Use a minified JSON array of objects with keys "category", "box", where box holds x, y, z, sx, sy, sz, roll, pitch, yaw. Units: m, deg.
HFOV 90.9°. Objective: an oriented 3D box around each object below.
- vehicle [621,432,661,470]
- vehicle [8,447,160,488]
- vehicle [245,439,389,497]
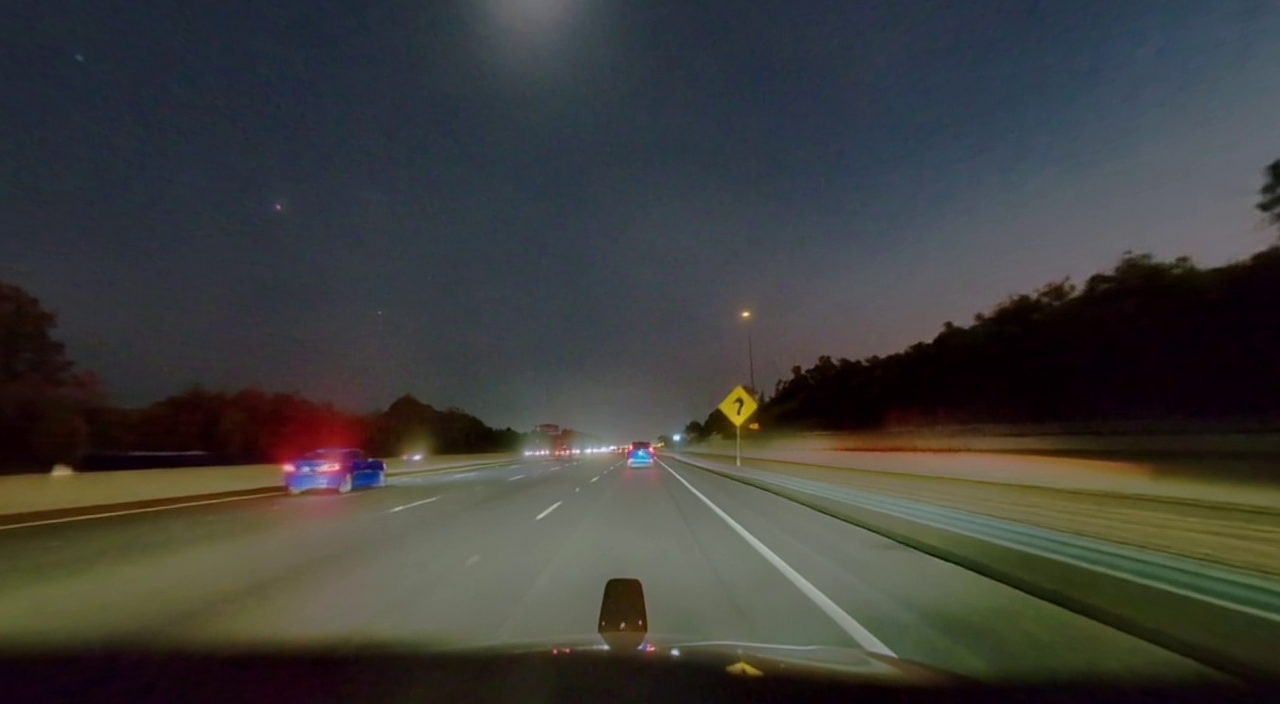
[{"category":"vehicle","box":[0.057,6.026,38.597,2.318,2.145,4.561,0,-8,0]},{"category":"vehicle","box":[-23.463,4.866,26.942,2.049,1.557,4.828,0,-8,1]},{"category":"vehicle","box":[-10.242,3.687,20.547,2.037,1.661,4.885,0,-8,1]}]
